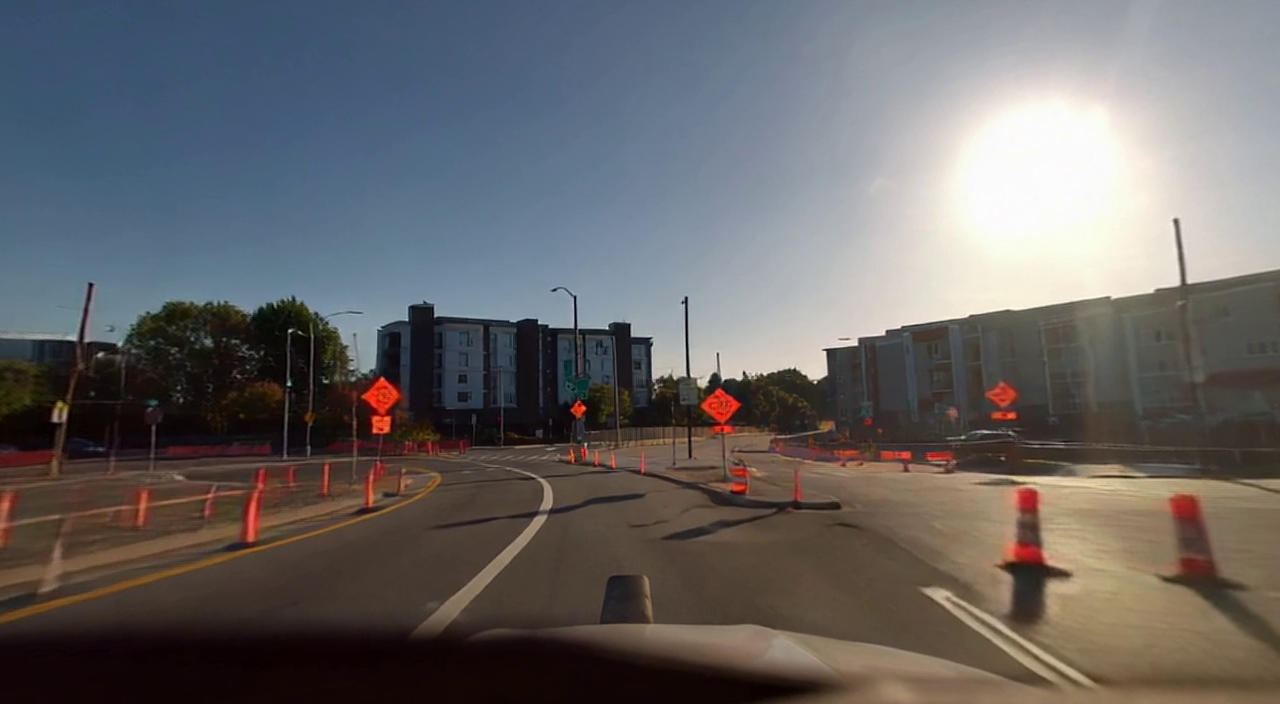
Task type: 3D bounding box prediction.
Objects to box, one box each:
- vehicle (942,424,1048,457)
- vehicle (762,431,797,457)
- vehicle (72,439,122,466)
[{"bbox_3d":[19.536,4.910,34.872,4.615,1.738,1.990,-1,-9,6],"label":"vehicle"},{"bbox_3d":[10.219,6.797,46.532,2.150,1.779,4.423,-1,-9,8],"label":"vehicle"},{"bbox_3d":[-37.493,6.889,43.448,2.159,1.734,4.292,8,-12,-44],"label":"vehicle"}]
